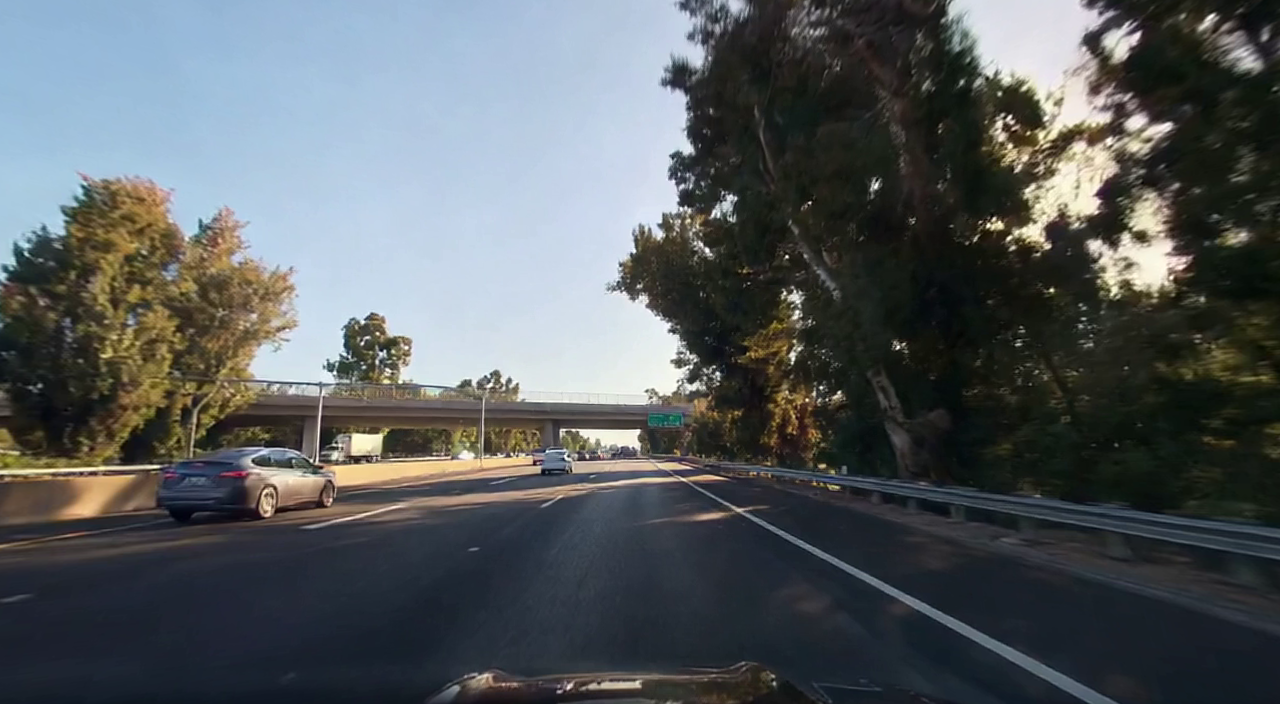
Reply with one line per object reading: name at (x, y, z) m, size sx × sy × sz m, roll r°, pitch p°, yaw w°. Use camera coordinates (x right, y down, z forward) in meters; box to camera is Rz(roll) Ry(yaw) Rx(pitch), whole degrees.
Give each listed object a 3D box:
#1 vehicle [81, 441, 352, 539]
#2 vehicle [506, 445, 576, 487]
vehicle at (-7.691, 2.513, 12.201) m, size 2.002 × 1.507 × 4.631 m, roll 0°, pitch -9°, yaw 0°
vehicle at (-4.062, 4.772, 26.672) m, size 2.102 × 1.571 × 4.666 m, roll 0°, pitch -9°, yaw 1°
